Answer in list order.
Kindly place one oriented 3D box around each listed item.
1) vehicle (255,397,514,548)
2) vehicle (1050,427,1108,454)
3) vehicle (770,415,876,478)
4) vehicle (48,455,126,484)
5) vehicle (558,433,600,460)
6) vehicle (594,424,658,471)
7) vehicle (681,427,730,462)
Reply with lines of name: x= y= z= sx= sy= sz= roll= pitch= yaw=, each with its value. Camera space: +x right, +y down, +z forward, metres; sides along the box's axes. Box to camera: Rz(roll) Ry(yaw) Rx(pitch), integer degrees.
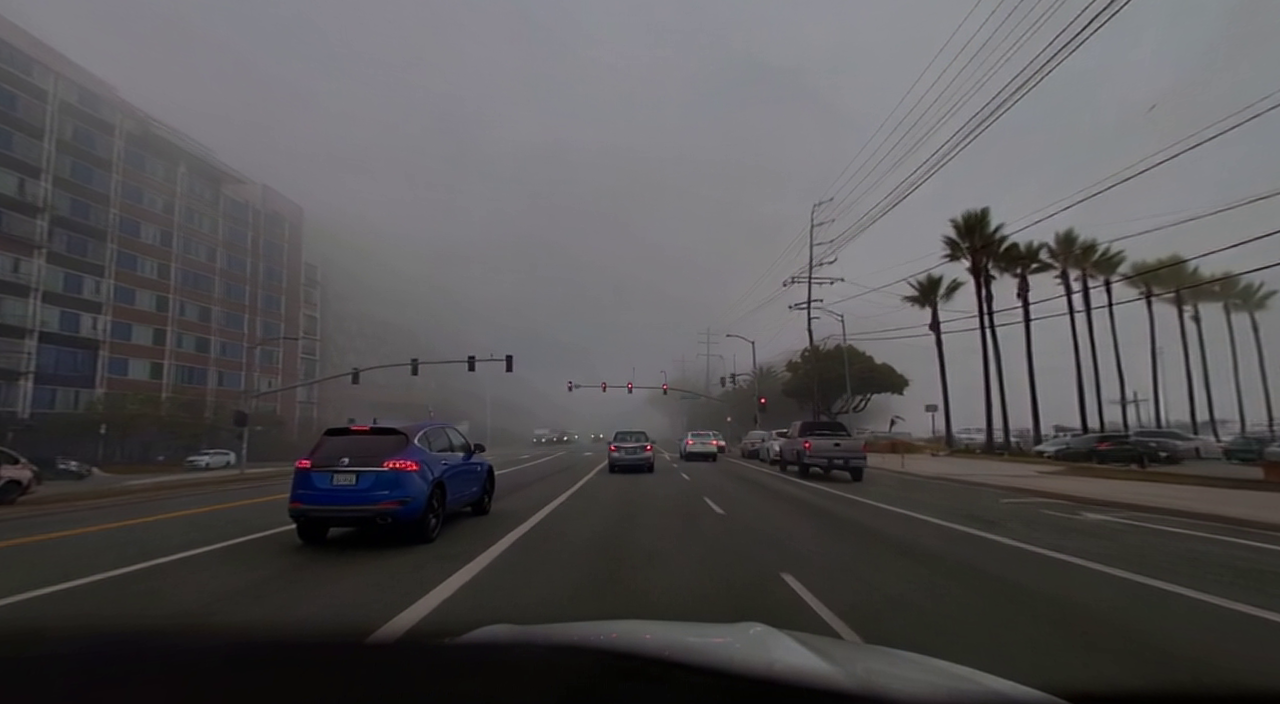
vehicle: x=-3.465 y=1.756 z=9.740 sx=2.136 sy=1.779 sz=4.417 roll=0 pitch=-9 yaw=0
vehicle: x=26.042 y=5.291 z=37.622 sx=2.020 sy=1.501 sz=4.732 roll=-4 pitch=-9 yaw=25
vehicle: x=6.424 y=3.419 z=22.904 sx=2.130 sy=1.979 sz=5.310 roll=0 pitch=-9 yaw=-1
vehicle: x=-31.303 y=6.613 z=35.922 sx=1.879 sy=1.448 sz=4.729 roll=4 pitch=-9 yaw=-24
vehicle: x=-3.467 y=5.457 z=36.511 sx=1.973 sy=1.504 sz=3.895 roll=0 pitch=-9 yaw=0
vehicle: x=-0.541 y=3.783 z=24.980 sx=2.302 sy=1.681 sz=4.217 roll=0 pitch=-9 yaw=-1
vehicle: x=3.220 y=4.673 z=31.871 sx=1.975 sy=1.598 sz=4.025 roll=0 pitch=-9 yaw=-1
